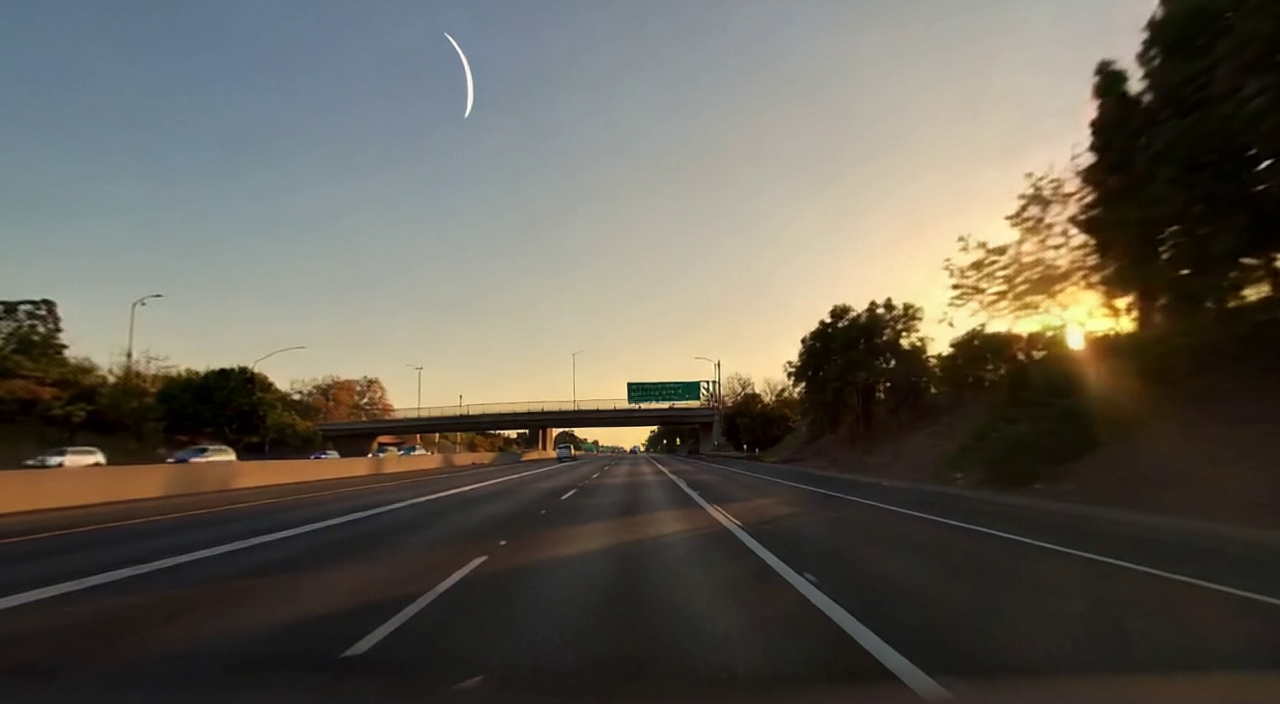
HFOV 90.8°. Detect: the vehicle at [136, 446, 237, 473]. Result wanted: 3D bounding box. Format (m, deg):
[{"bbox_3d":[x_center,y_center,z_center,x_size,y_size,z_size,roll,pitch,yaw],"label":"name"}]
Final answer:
[{"bbox_3d":[-25.716,6.092,36.080,2.073,1.396,4.944,0,-8,0],"label":"vehicle"}]
